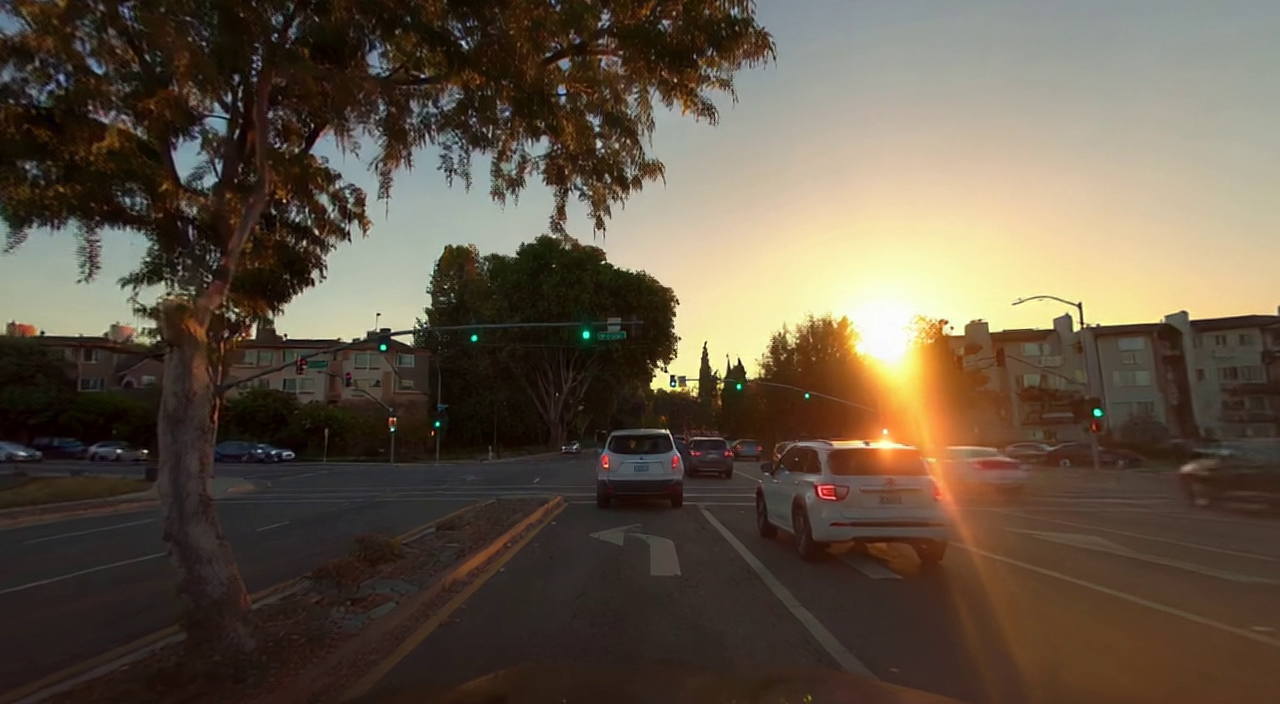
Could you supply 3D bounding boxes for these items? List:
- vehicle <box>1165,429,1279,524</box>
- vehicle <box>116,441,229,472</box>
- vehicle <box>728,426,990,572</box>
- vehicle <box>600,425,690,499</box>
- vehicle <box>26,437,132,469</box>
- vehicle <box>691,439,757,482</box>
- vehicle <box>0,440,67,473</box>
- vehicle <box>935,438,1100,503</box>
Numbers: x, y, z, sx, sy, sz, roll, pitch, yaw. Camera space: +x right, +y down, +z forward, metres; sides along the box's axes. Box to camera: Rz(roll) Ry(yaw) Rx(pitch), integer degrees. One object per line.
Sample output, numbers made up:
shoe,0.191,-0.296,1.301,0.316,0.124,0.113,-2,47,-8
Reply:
vehicle,12.701,2.279,11.566,2.085,1.726,4.668,0,-8,1
vehicle,-26.350,5.887,35.635,4.724,1.630,1.968,0,-8,-3
vehicle,2.577,1.848,8.780,2.009,1.480,4.423,0,-8,-1
vehicle,0.068,2.889,16.873,2.099,1.705,4.020,0,-8,-1
vehicle,-36.873,6.626,41.531,4.771,1.778,2.032,3,-8,-3
vehicle,3.026,3.991,23.481,1.795,1.457,3.979,0,-8,-2
vehicle,-35.031,5.779,34.941,4.465,1.693,1.959,2,-9,-1
vehicle,9.929,3.115,17.050,1.824,1.511,4.185,0,-8,0
